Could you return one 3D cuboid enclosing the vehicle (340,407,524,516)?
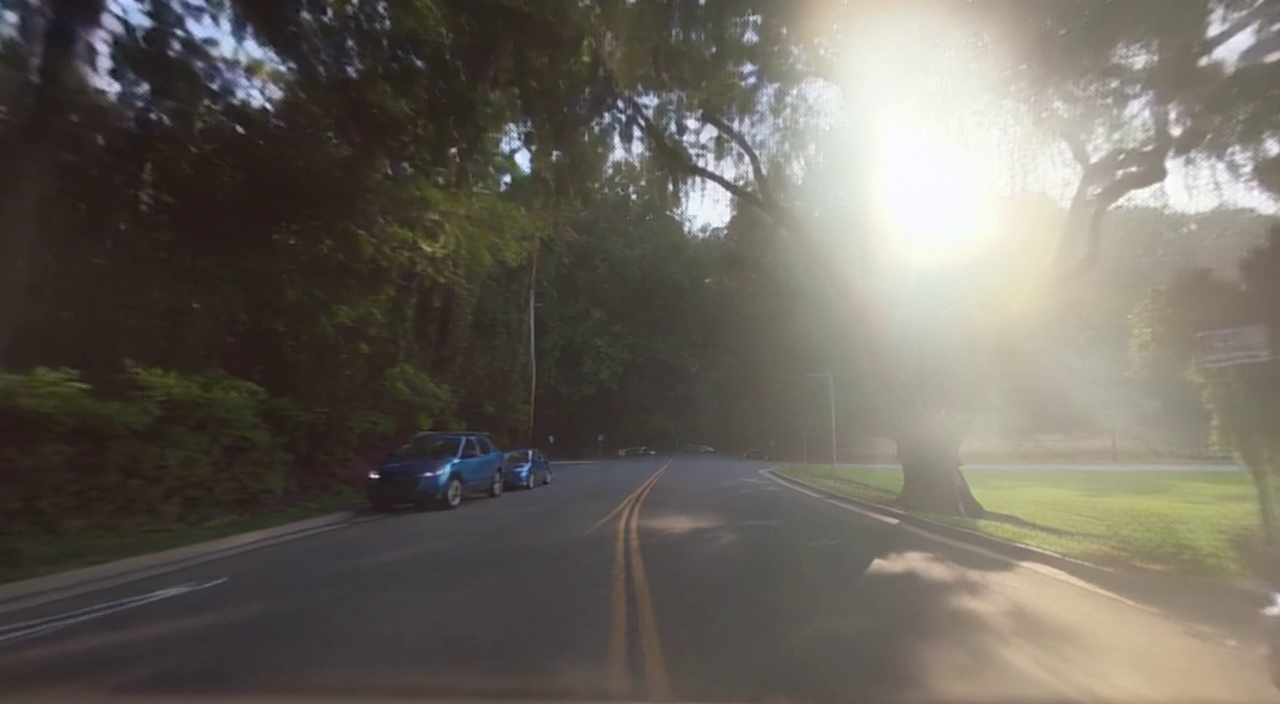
[{"bbox_3d":[-5.134,2.996,16.682,2.583,2.167,5.667,-6,-12,4],"label":"vehicle"}]
